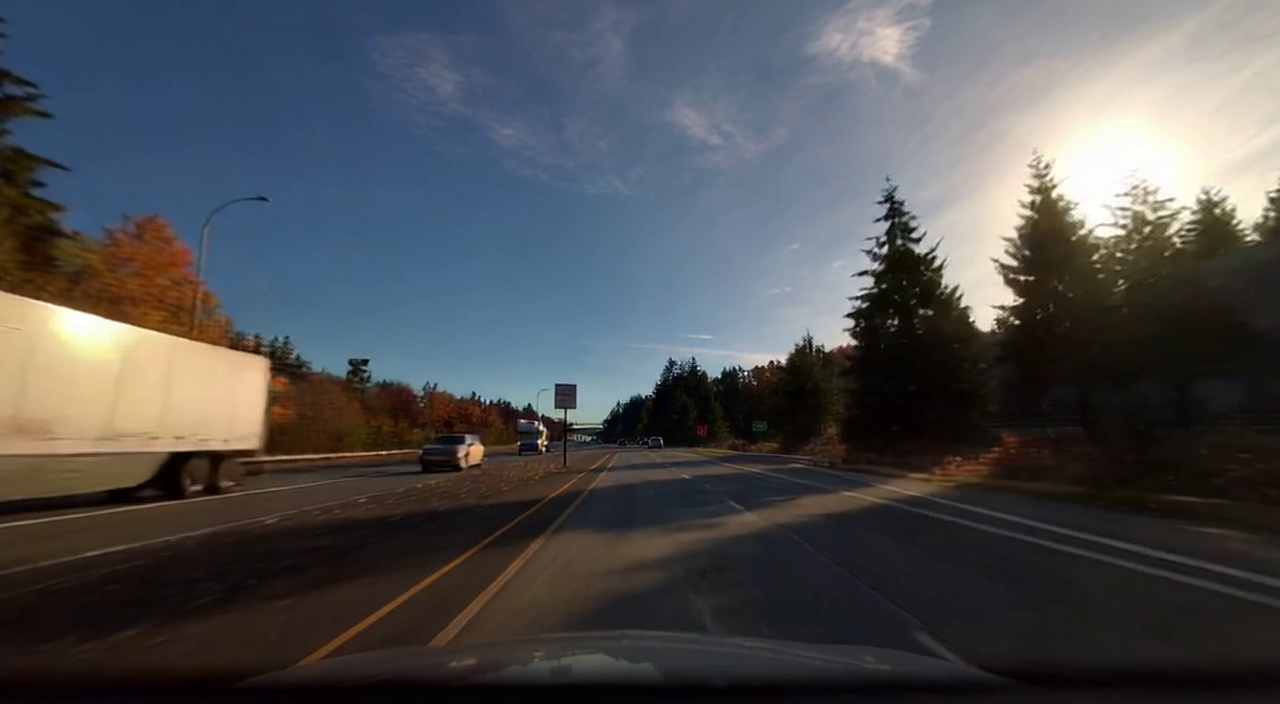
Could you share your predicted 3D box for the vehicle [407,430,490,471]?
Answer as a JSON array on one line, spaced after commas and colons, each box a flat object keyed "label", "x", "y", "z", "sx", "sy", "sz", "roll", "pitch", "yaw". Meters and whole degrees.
[{"label": "vehicle", "x": -7.955, "y": 4.147, "z": 26.659, "sx": 1.993, "sy": 1.550, "sz": 4.775, "roll": 0, "pitch": -8, "yaw": 0}]

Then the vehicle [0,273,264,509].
[{"label": "vehicle", "x": -11.775, "y": 0.666, "z": 10.375, "sx": 3.077, "sy": 3.738, "sz": 13.263, "roll": 0, "pitch": -8, "yaw": -1}]
